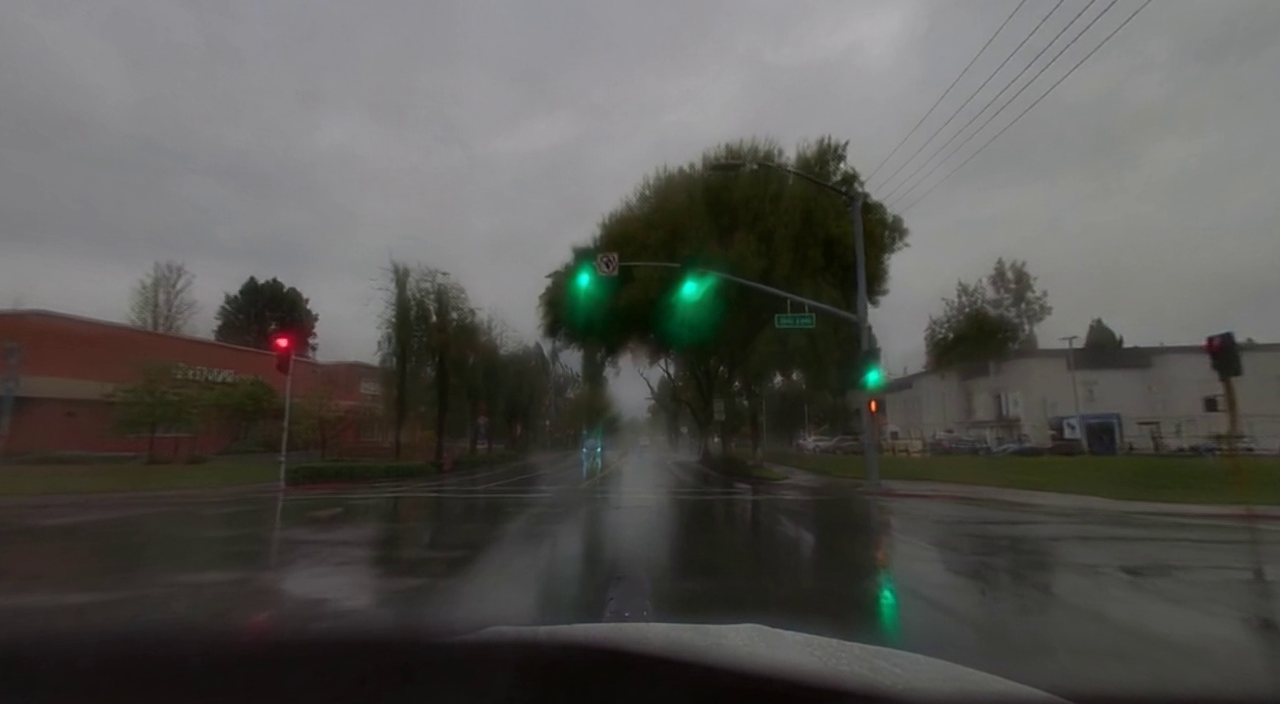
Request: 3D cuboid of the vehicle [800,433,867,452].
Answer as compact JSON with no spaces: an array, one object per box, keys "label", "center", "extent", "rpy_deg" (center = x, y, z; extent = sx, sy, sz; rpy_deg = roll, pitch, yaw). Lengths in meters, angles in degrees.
[{"label":"vehicle","center":[15.186,7.116,49.635],"extent":[4.693,1.437,1.799],"rpy_deg":[0,-8,3]}]
